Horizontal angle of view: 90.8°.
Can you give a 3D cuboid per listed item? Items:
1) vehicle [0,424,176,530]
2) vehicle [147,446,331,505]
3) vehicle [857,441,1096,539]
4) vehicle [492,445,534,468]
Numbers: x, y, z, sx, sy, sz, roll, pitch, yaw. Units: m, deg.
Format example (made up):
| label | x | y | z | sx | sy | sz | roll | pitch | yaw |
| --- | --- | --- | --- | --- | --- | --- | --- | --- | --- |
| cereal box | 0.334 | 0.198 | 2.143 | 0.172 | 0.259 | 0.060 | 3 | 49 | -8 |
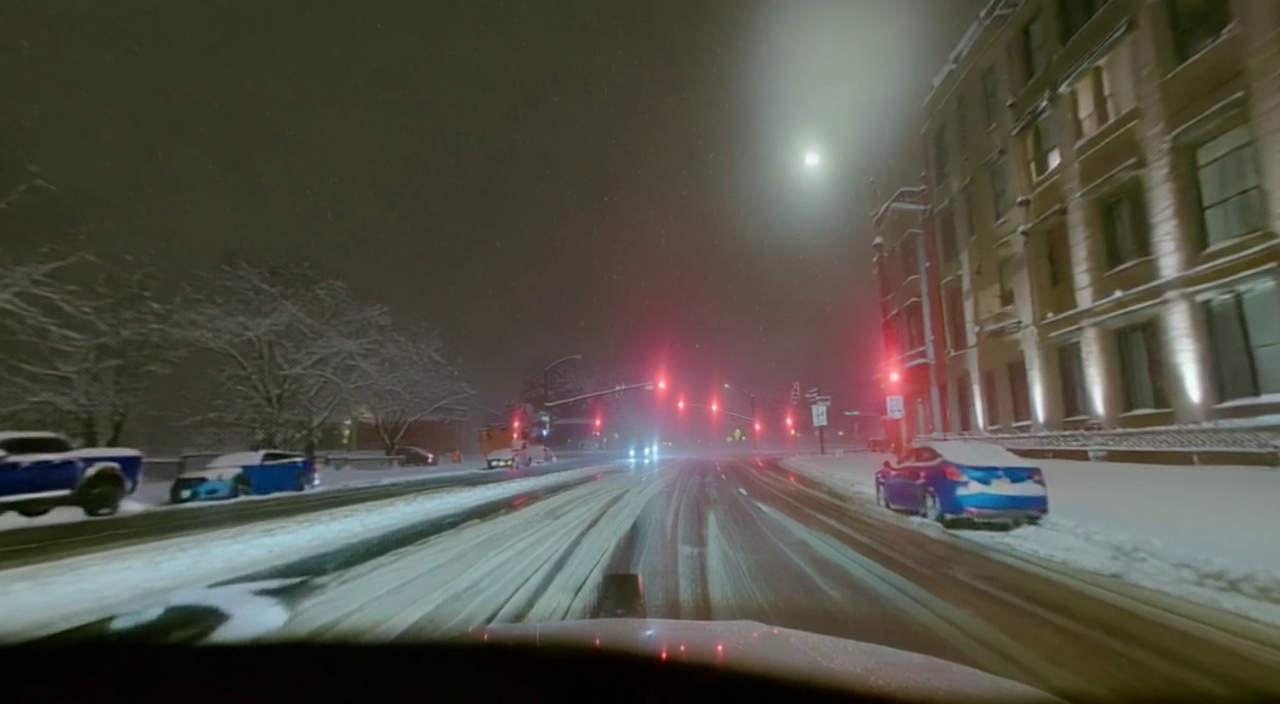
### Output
| label | x | y | z | sx | sy | sz | roll | pitch | yaw |
| --- | --- | --- | --- | --- | --- | --- | --- | --- | --- |
| vehicle | -12.398 | 2.476 | 12.906 | 2.083 | 1.882 | 4.642 | 0 | -9 | 3 |
| vehicle | -11.682 | 3.588 | 18.940 | 1.894 | 1.493 | 4.902 | -1 | -9 | 6 |
| vehicle | 6.082 | 2.517 | 12.419 | 2.010 | 1.473 | 5.353 | 0 | -9 | 3 |
| vehicle | -8.818 | 7.308 | 44.212 | 1.868 | 1.520 | 3.796 | -1 | -9 | 5 |
